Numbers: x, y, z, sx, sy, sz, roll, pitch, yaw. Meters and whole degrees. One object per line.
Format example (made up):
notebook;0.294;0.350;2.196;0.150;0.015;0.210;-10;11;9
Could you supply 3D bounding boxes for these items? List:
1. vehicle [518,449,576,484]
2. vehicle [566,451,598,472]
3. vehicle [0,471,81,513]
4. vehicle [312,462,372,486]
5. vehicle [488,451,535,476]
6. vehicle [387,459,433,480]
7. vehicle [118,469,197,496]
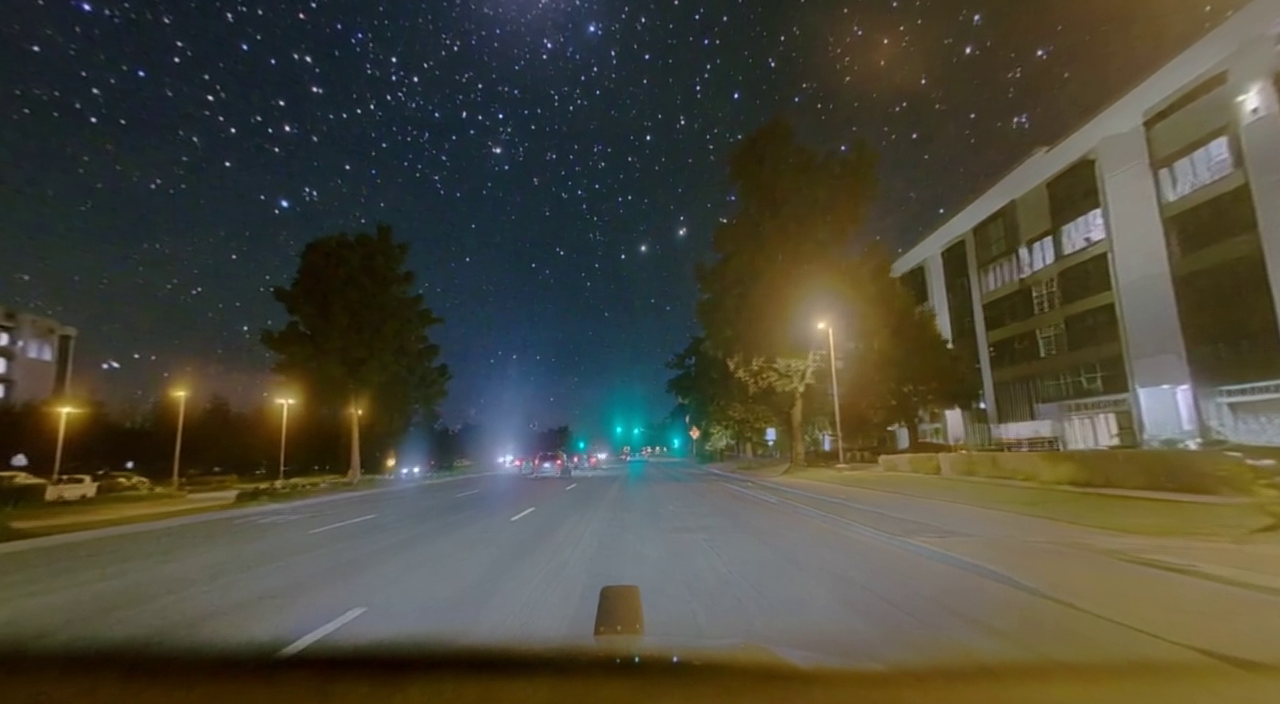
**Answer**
vehicle;-4.223;5.279;29.461;2.011;1.483;4.596;0;-9;0
vehicle;-4.194;7.983;46.330;1.971;1.414;4.317;0;-9;0
vehicle;-27.181;6.109;27.383;1.758;1.566;4.531;-4;-9;1
vehicle;-20.320;8.313;43.323;1.927;1.455;4.661;0;-9;-1
vehicle;-8.385;7.321;41.698;1.976;1.497;4.709;0;-9;1
vehicle;-17.048;8.717;47.038;1.881;1.420;4.198;0;-9;-1
vehicle;-36.333;9.805;47.753;1.951;1.648;5.053;-4;-9;0
